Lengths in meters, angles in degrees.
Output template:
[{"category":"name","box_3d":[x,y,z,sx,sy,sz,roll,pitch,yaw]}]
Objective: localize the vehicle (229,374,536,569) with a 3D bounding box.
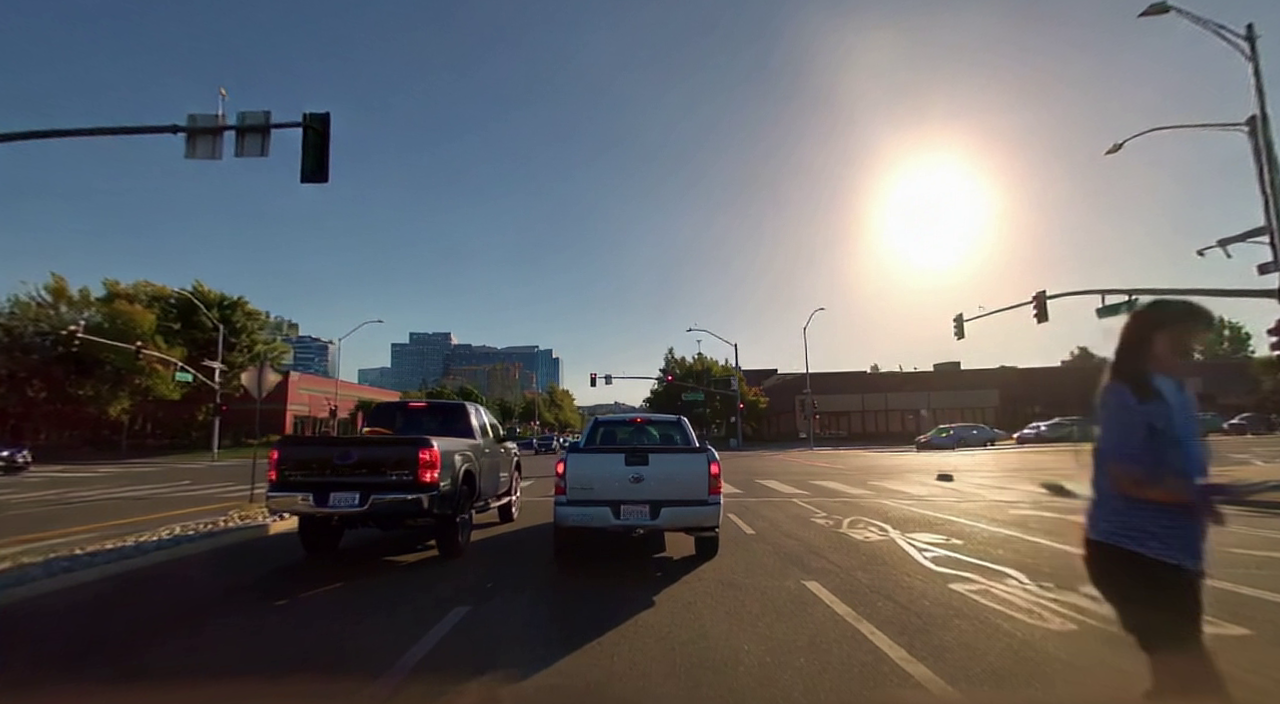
[{"category":"vehicle","box_3d":[-2.941,1.529,8.698,2.220,1.926,4.870,0,-8,-1]}]

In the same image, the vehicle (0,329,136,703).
[{"category":"vehicle","box_3d":[-3.366,0.530,0.608,2.006,1.707,4.448,0,-8,0]}]

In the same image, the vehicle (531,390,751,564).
[{"category":"vehicle","box_3d":[-0.042,1.600,8.726,2.204,1.738,4.690,0,-8,-1]}]

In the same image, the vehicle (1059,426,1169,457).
[{"category":"vehicle","box_3d":[27.983,5.320,37.139,4.849,1.759,2.041,0,-8,-3]}]

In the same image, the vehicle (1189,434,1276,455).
[{"category":"vehicle","box_3d":[41.930,6.569,44.484,4.396,1.479,1.778,0,-8,-2]}]

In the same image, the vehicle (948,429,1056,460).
[{"category":"vehicle","box_3d":[19.362,4.984,33.693,4.624,1.601,1.871,0,-8,-3]}]
